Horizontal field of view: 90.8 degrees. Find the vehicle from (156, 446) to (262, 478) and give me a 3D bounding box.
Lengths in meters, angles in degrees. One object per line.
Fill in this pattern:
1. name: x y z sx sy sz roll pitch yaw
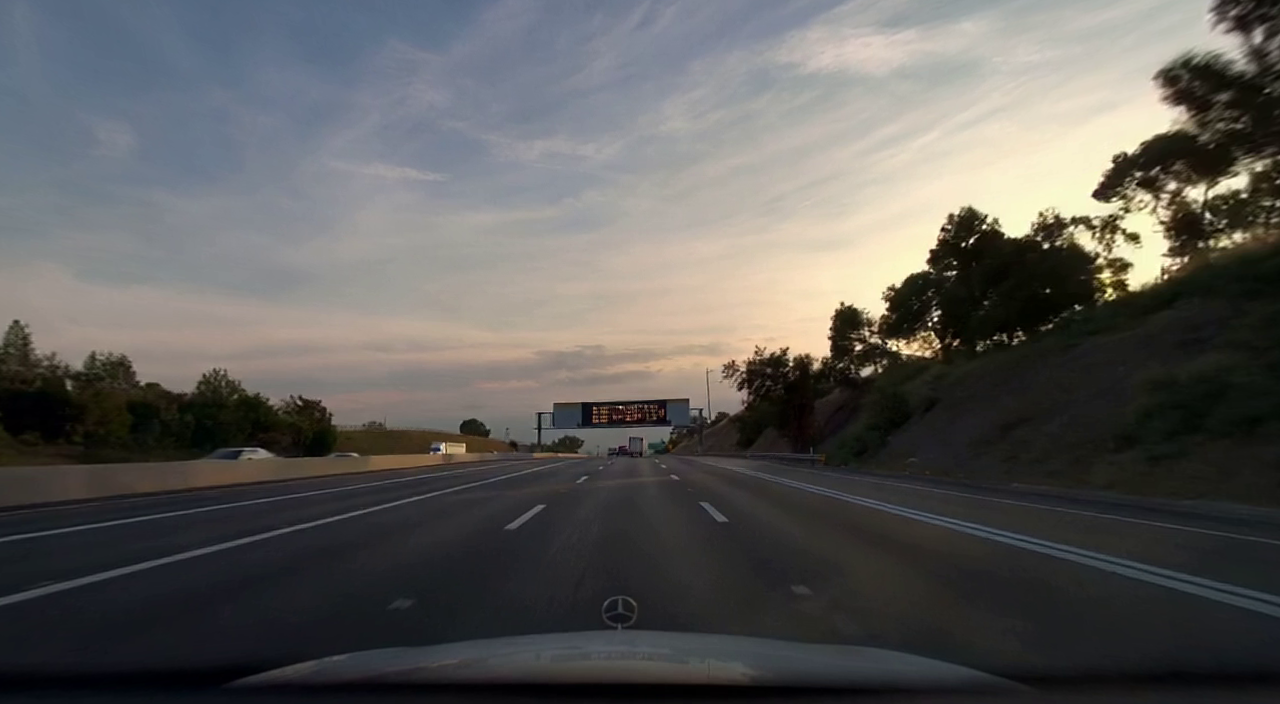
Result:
1. vehicle: -22.287 5.676 32.978 2.007 1.444 5.016 0 -8 1
